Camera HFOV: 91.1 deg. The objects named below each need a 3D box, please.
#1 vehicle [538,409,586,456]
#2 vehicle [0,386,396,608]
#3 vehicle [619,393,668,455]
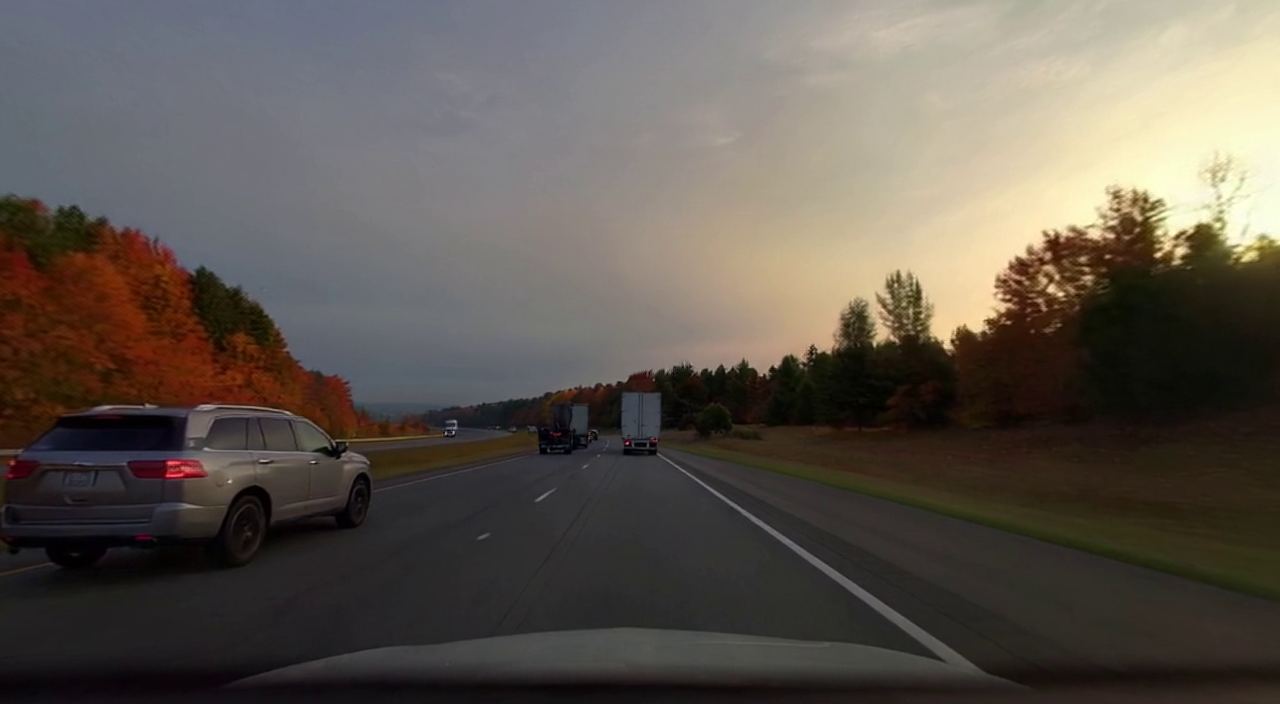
[{"bbox_3d":[-4.822,5.129,39.776,2.383,2.726,5.677,0,-8,0],"label":"vehicle"},{"bbox_3d":[-4.688,1.399,7.080,2.089,1.669,4.515,0,-8,0],"label":"vehicle"},{"bbox_3d":[0.070,5.168,44.567,3.078,3.955,8.774,0,-8,-3],"label":"vehicle"}]
